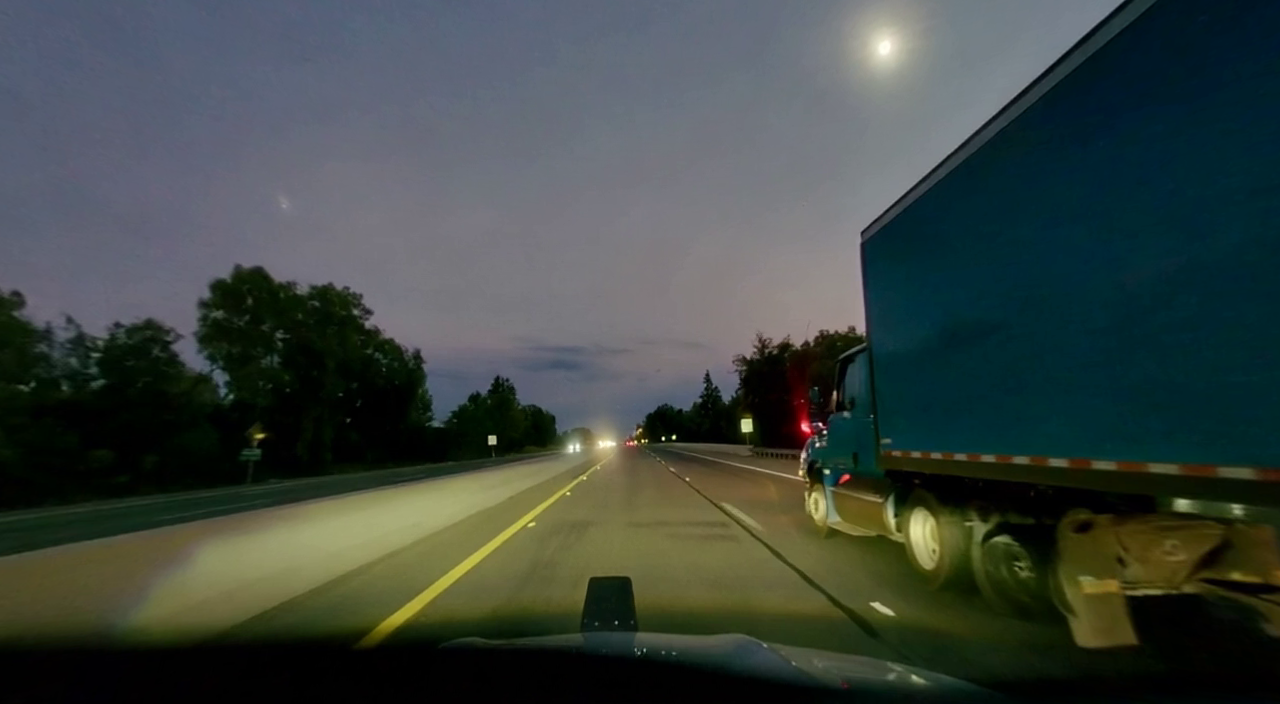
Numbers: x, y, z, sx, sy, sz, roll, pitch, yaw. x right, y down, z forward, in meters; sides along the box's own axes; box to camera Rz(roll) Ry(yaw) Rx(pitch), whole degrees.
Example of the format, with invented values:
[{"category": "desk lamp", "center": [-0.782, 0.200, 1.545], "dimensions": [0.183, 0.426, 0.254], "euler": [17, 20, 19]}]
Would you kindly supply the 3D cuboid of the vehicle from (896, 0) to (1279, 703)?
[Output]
[{"category": "vehicle", "center": [4.077, -0.374, 0.926], "dimensions": [2.948, 3.586, 10.177], "euler": [0, -8, -1]}]
